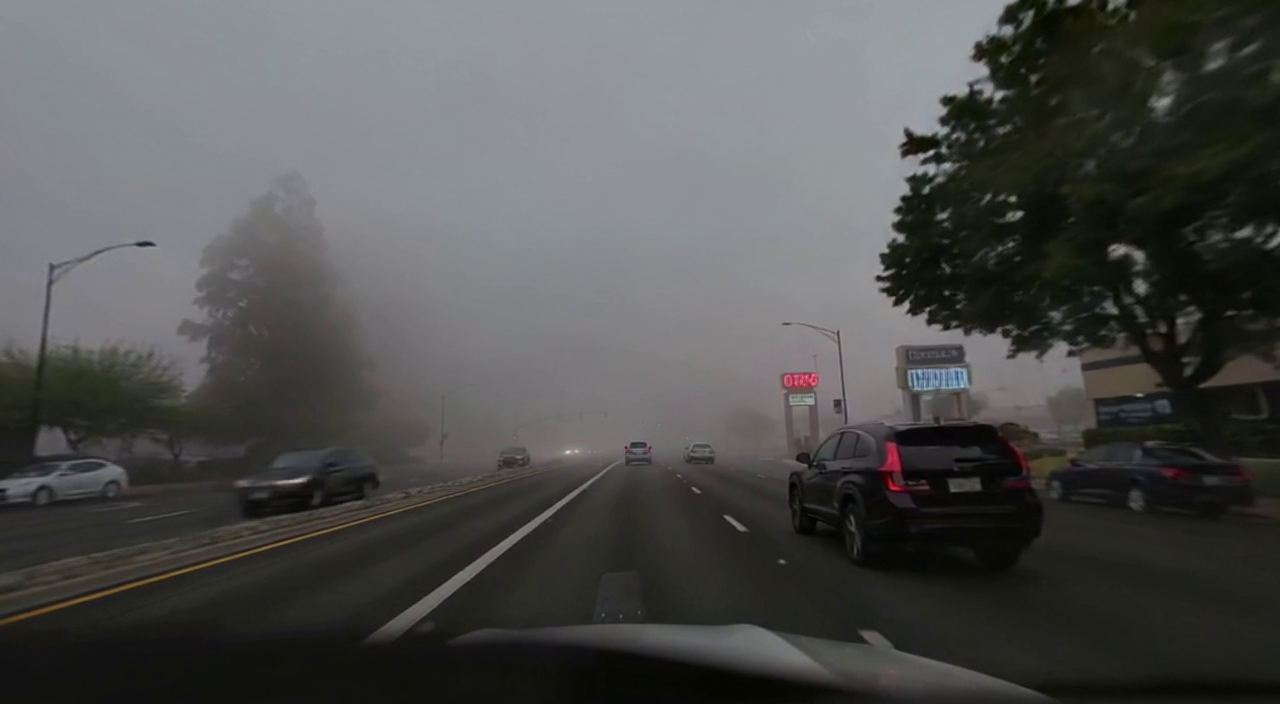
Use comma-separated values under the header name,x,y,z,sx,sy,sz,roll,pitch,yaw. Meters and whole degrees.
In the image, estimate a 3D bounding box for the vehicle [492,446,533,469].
name,x,y,z,sx,sy,sz,roll,pitch,yaw
vehicle,-8.604,7.105,42.900,1.862,1.446,4.333,0,-8,1

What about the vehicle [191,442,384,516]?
name,x,y,z,sx,sy,sz,roll,pitch,yaw
vehicle,-8.220,2.960,15.369,2.062,1.499,4.528,0,-8,1

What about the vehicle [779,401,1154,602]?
name,x,y,z,sx,sy,sz,roll,pitch,yaw
vehicle,3.182,1.552,7.440,2.022,1.643,4.326,0,-8,-1

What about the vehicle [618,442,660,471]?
name,x,y,z,sx,sy,sz,roll,pitch,yaw
vehicle,-0.066,5.638,34.421,2.135,1.468,4.076,0,-8,0

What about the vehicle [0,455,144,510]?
name,x,y,z,sx,sy,sz,roll,pitch,yaw
vehicle,-20.055,4.344,21.553,2.201,1.561,5.095,0,-8,-2

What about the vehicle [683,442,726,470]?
name,x,y,z,sx,sy,sz,roll,pitch,yaw
vehicle,3.520,5.741,35.077,1.889,1.473,4.303,0,-8,-1
